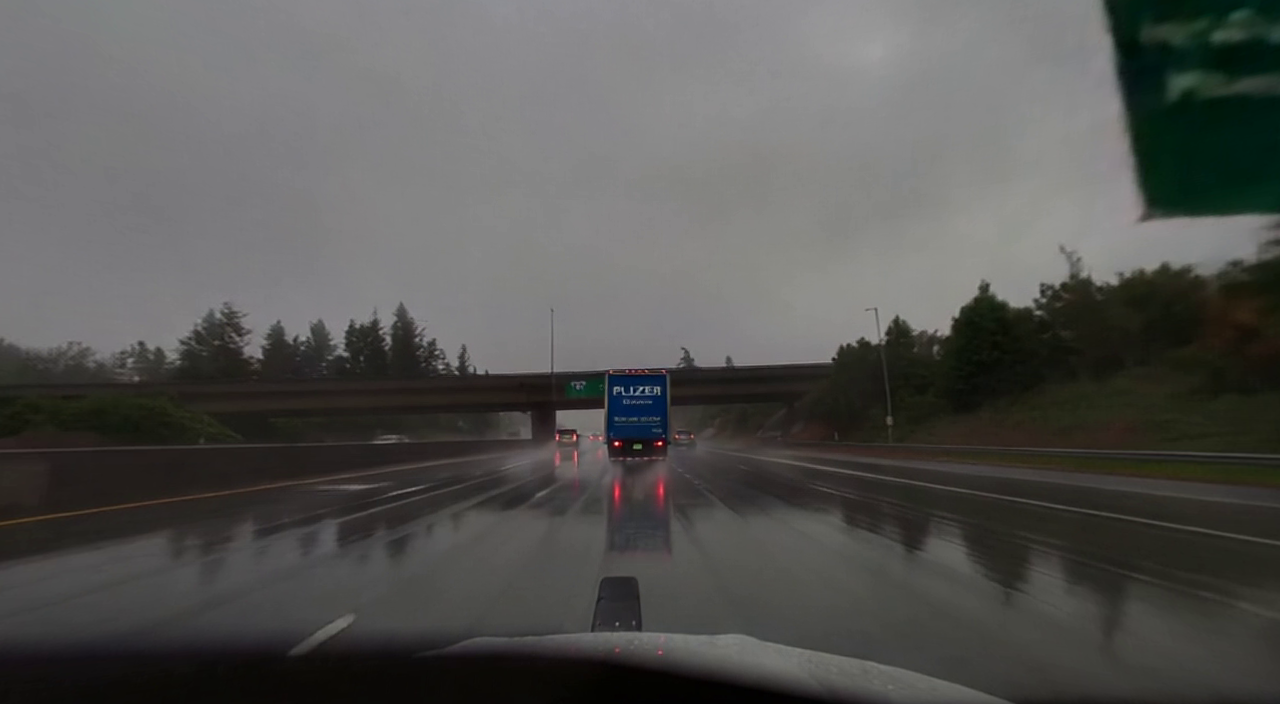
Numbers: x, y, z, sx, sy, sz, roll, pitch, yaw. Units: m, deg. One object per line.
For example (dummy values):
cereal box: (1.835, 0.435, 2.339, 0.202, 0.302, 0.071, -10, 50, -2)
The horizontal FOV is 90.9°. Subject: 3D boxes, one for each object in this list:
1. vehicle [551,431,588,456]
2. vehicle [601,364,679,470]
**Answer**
vehicle: (-5.060, 6.670, 45.903, 2.198, 1.712, 4.655, 0, -8, -1)
vehicle: (-0.140, 3.212, 29.561, 2.926, 3.959, 11.818, 0, -8, -1)
